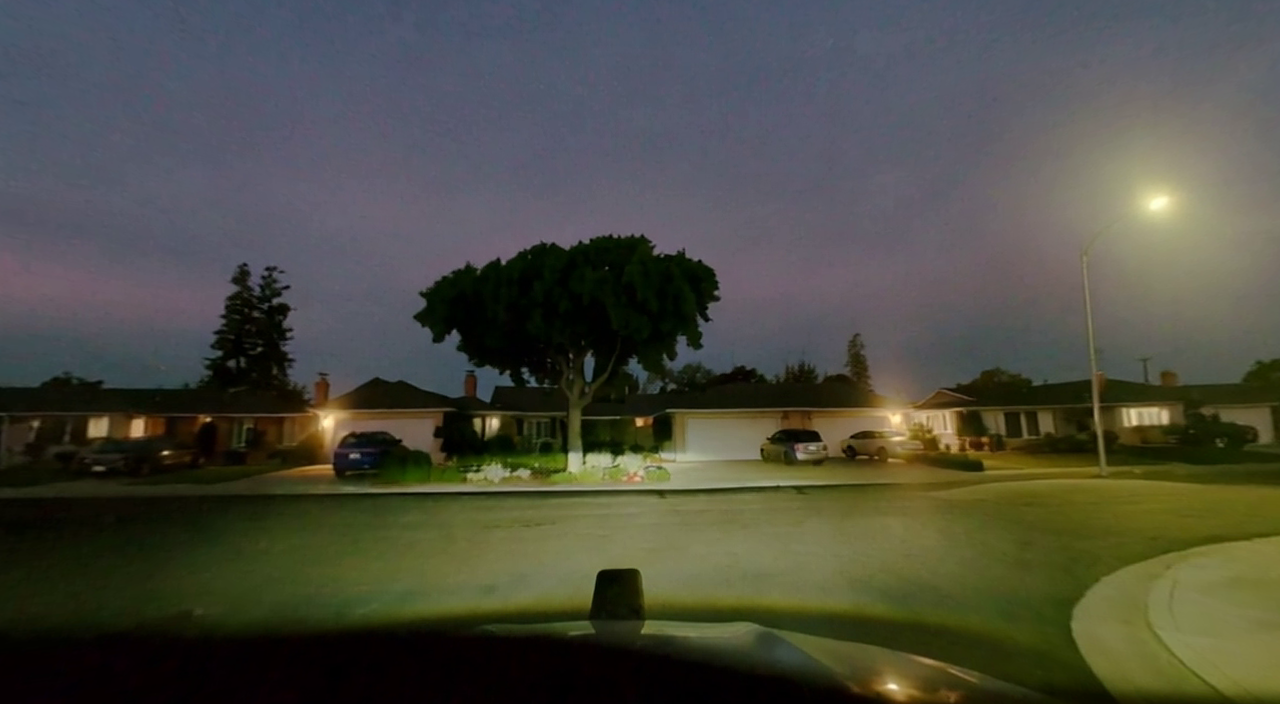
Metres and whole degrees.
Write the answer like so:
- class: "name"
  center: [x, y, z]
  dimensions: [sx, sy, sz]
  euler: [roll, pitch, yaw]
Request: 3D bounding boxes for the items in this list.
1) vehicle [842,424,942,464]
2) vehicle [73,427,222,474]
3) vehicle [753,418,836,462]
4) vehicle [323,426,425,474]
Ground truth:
- class: "vehicle"
  center: [10.539, 3.916, 26.771]
  dimensions: [1.873, 1.556, 4.216]
  euler: [2, -9, -11]
- class: "vehicle"
  center: [-19.600, 3.973, 25.436]
  dimensions: [1.942, 1.700, 4.478]
  euler: [-1, -9, 9]
- class: "vehicle"
  center: [6.511, 3.826, 27.152]
  dimensions: [1.937, 1.731, 4.179]
  euler: [2, -9, -10]
- class: "vehicle"
  center: [-10.028, 3.762, 24.292]
  dimensions: [1.942, 1.651, 4.655]
  euler: [0, -9, -1]
